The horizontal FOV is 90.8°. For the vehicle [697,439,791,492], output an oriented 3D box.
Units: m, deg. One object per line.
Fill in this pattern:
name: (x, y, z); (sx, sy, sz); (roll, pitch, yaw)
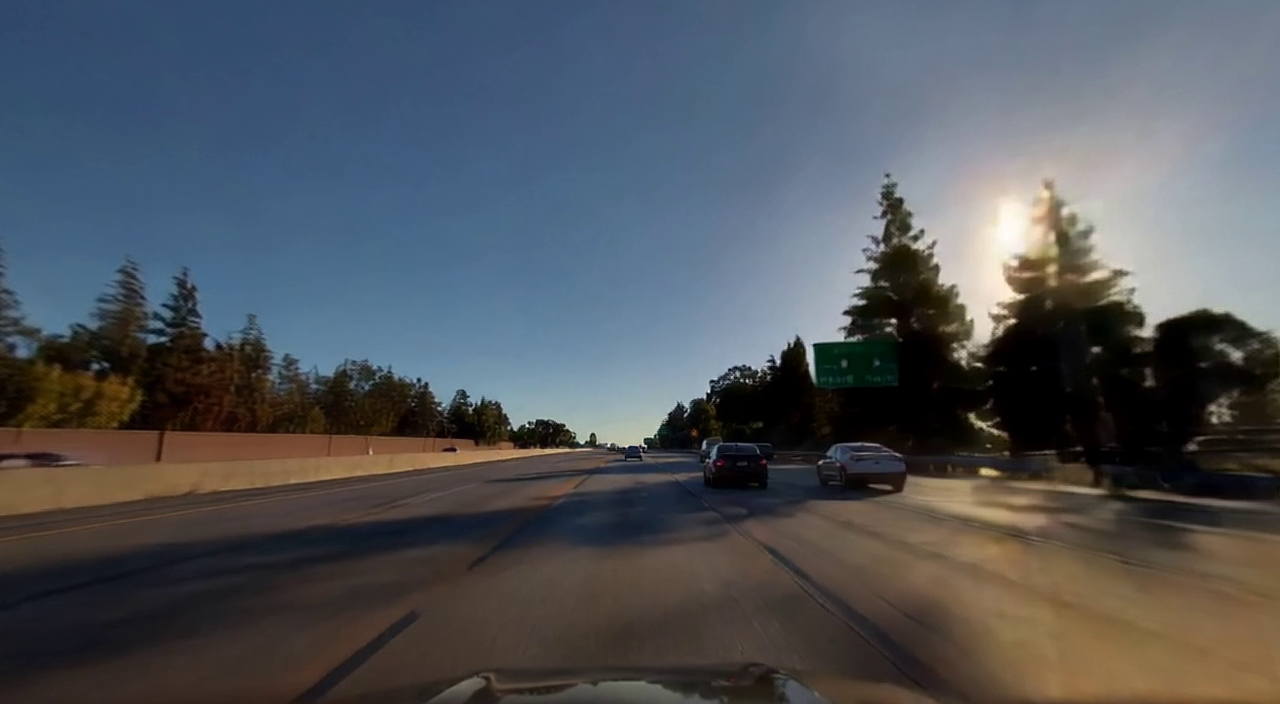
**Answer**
vehicle: (3.148, 3.557, 20.139); (2.076, 1.472, 4.562); (0, -9, -2)

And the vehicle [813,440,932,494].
vehicle: (7.112, 3.559, 19.925); (1.946, 1.497, 4.467); (0, -9, -1)
